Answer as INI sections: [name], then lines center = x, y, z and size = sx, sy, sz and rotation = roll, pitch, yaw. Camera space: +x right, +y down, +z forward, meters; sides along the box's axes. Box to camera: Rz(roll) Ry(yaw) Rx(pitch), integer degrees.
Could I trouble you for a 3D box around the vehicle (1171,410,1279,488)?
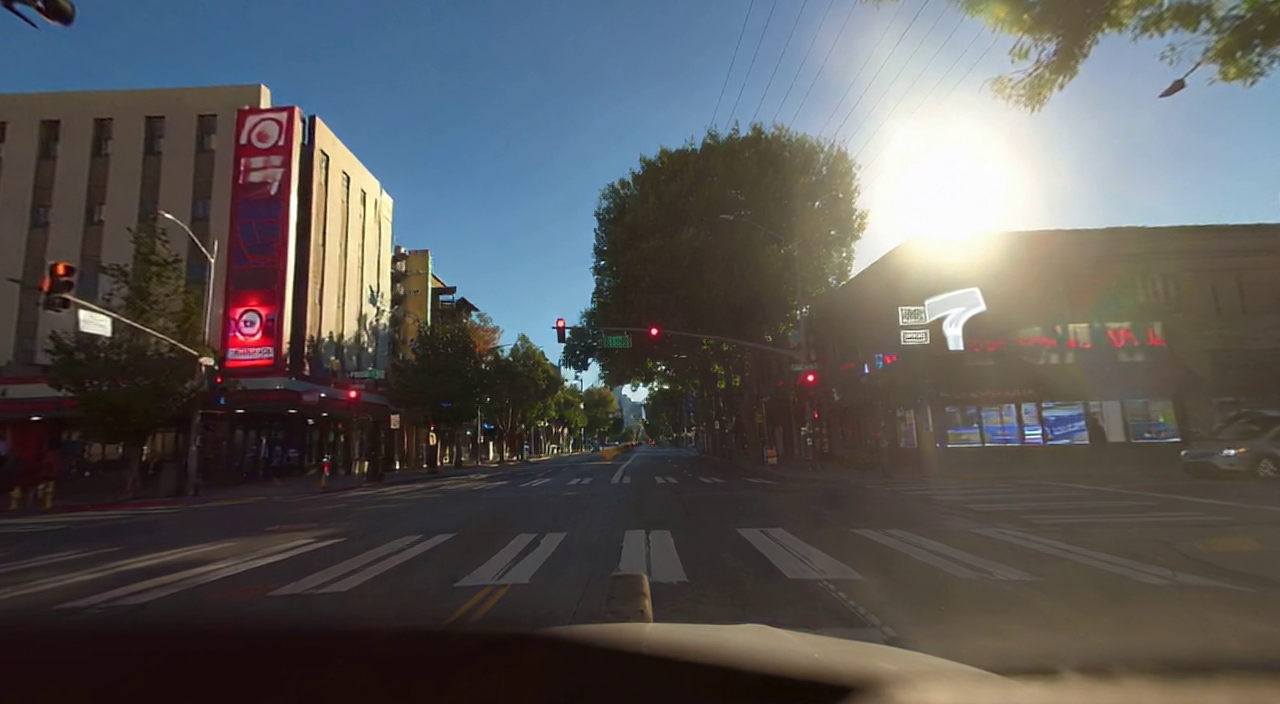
[vehicle]
center = 16.624, 2.408, 15.761
size = 4.836, 1.795, 1.957
rotation = 0, -8, 0
